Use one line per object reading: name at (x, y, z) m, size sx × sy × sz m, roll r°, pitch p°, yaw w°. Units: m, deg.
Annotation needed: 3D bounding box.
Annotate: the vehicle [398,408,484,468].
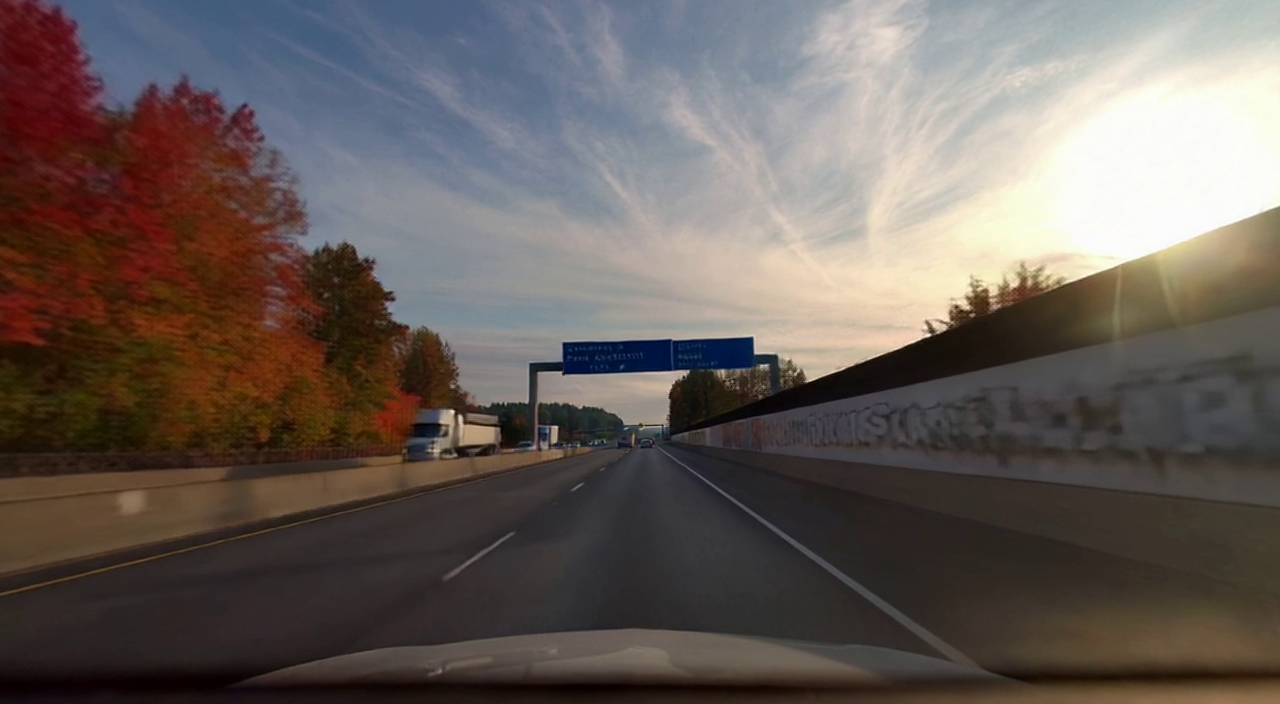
vehicle at (-14.520, 6.454, 47.009) m, size 2.994 × 3.947 × 9.906 m, roll 0°, pitch -8°, yaw 1°
